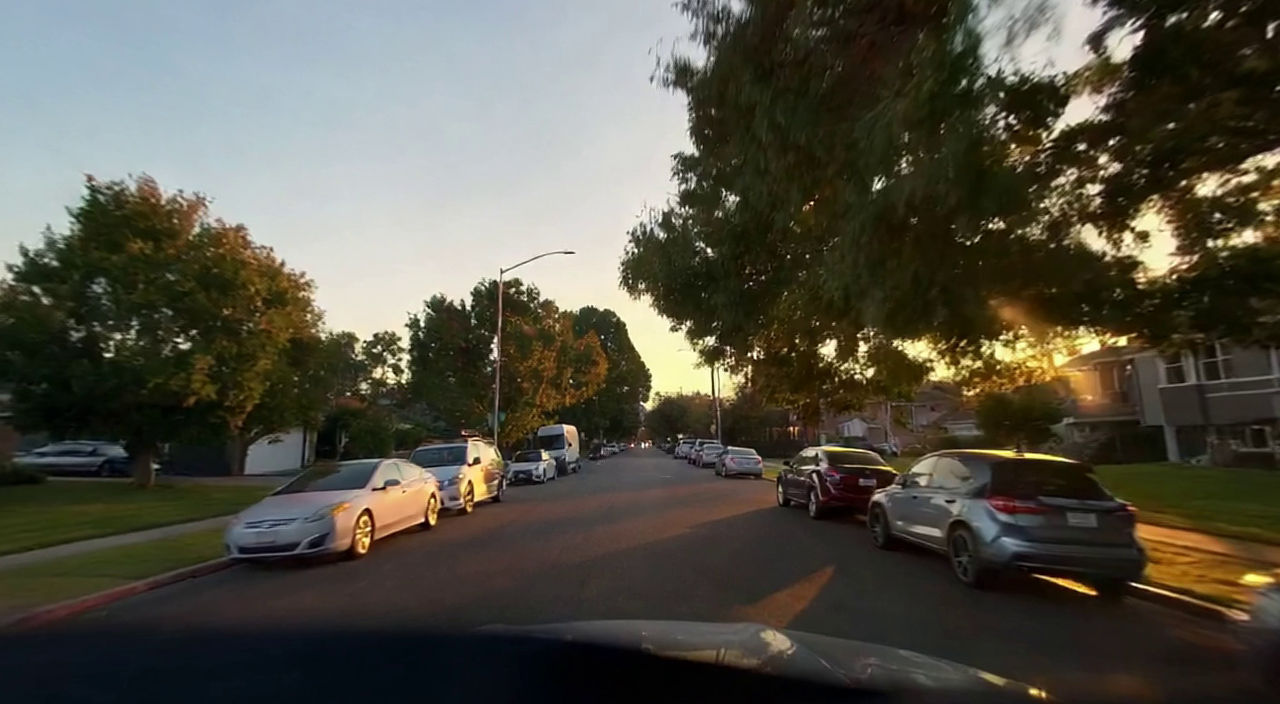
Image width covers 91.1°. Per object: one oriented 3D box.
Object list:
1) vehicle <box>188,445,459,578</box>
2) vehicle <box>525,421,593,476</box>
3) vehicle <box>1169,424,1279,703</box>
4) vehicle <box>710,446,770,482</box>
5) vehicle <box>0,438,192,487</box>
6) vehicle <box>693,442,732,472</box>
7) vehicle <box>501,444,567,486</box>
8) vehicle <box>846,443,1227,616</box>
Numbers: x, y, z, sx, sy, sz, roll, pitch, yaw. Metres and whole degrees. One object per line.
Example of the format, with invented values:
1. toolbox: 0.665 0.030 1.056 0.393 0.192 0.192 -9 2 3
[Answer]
1. vehicle: -4.604 2.325 10.146 2.008 1.524 4.602 -1 -8 0
2. vehicle: -4.277 5.241 34.234 2.470 2.613 5.989 -4 -9 4
3. vehicle: 3.968 0.882 1.134 1.893 1.500 4.830 3 -8 1
4. vehicle: 4.303 4.861 27.544 1.846 1.351 4.272 3 -8 -1
5. vehicle: -17.442 3.519 20.120 4.573 1.460 2.022 0 -8 0
6. vehicle: 4.254 6.193 37.343 1.839 1.520 4.498 3 -8 1
7. vehicle: -4.639 5.016 28.255 2.023 1.568 4.942 -3 -9 1
8. vehicle: 4.205 1.881 7.733 1.852 1.487 4.327 0 -8 0
